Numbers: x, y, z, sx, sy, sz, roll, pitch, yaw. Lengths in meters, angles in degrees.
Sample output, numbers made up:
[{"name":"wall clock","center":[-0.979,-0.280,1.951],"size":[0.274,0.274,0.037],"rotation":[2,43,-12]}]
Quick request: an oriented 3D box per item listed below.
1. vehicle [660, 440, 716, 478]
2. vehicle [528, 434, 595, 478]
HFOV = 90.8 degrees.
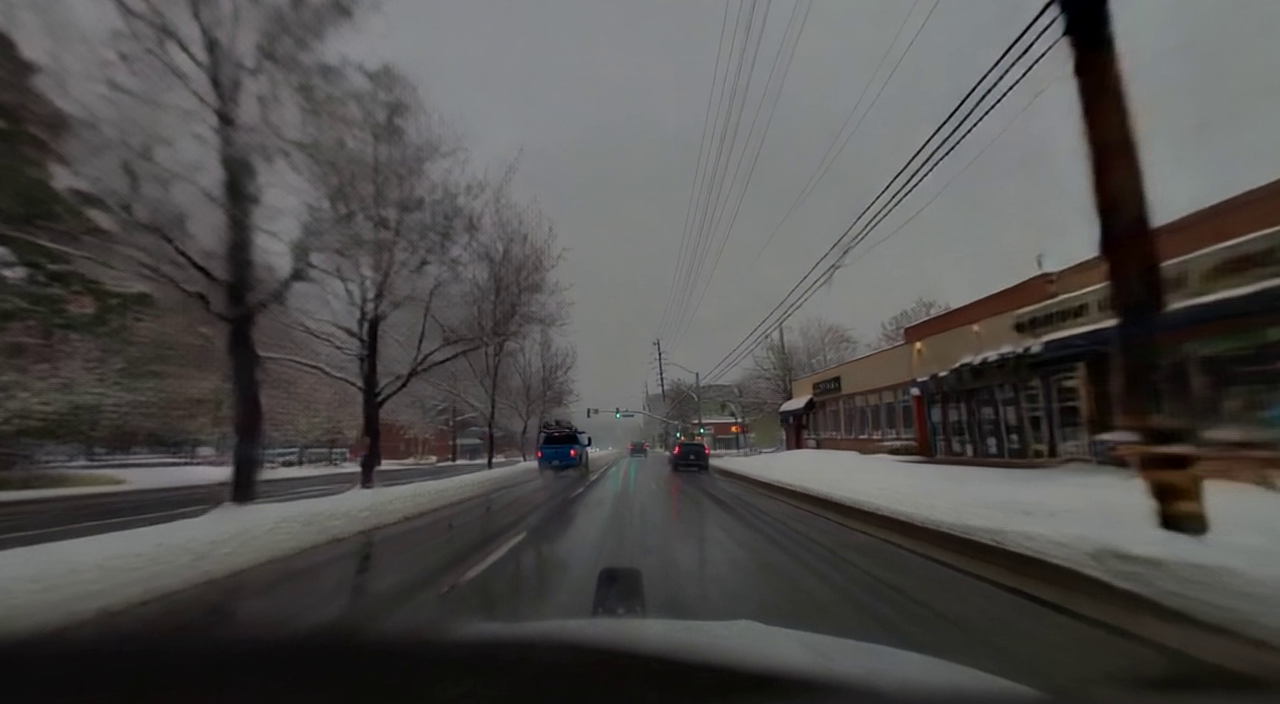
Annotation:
[{"name":"vehicle","center":[1.951,4.548,27.014],"size":[2.103,1.487,4.101],"rotation":[0,-9,0]},{"name":"vehicle","center":[-3.373,4.609,28.328],"size":[2.464,1.777,5.128],"rotation":[0,-9,-2]}]
